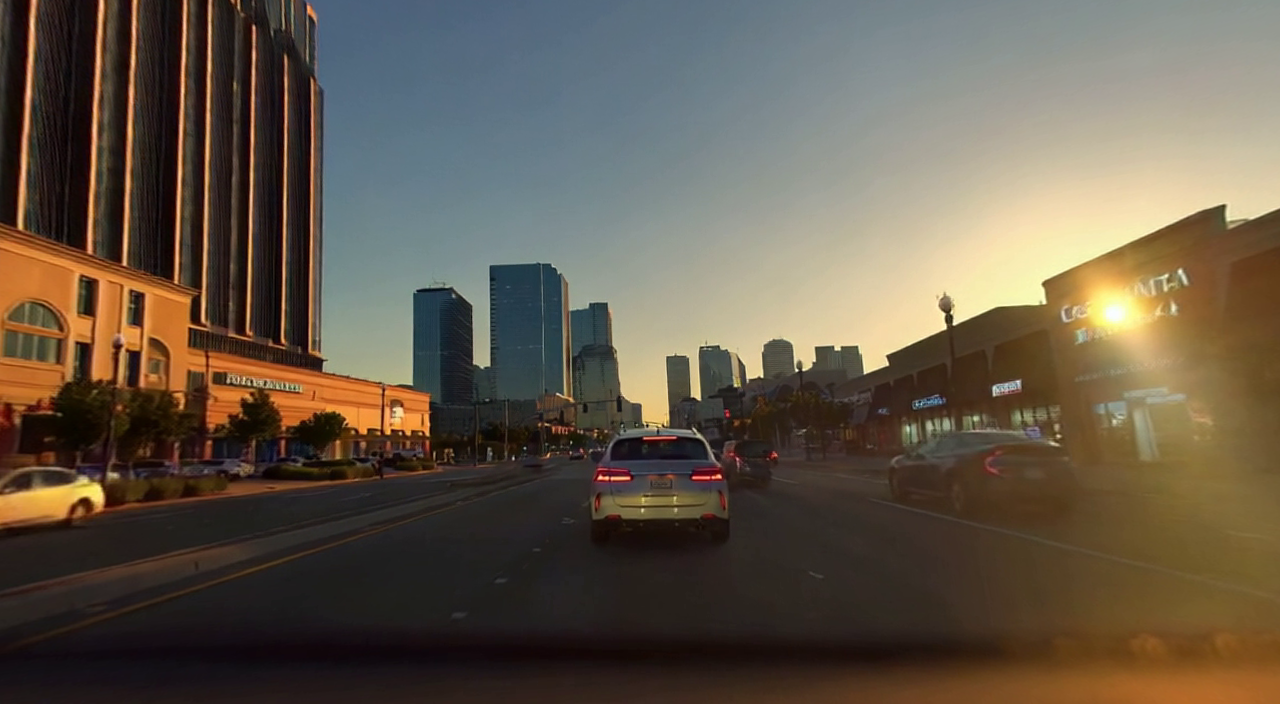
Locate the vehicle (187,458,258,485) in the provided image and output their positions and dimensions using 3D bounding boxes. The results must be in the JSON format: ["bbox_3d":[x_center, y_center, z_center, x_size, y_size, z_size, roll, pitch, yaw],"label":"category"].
[{"bbox_3d":[-27.872,7.937,42.207,1.861,1.578,4.152,0,-8,1],"label":"vehicle"}]

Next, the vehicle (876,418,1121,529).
[{"bbox_3d":[6.125,2.118,11.547,2.086,1.627,4.294,-1,-8,3],"label":"vehicle"}]

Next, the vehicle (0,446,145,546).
[{"bbox_3d":[-12.055,2.653,11.942,1.965,1.695,4.284,0,-8,-3],"label":"vehicle"}]

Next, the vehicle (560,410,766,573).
[{"bbox_3d":[0.224,1.727,8.537,2.125,1.669,3.880,0,-8,0],"label":"vehicle"}]
